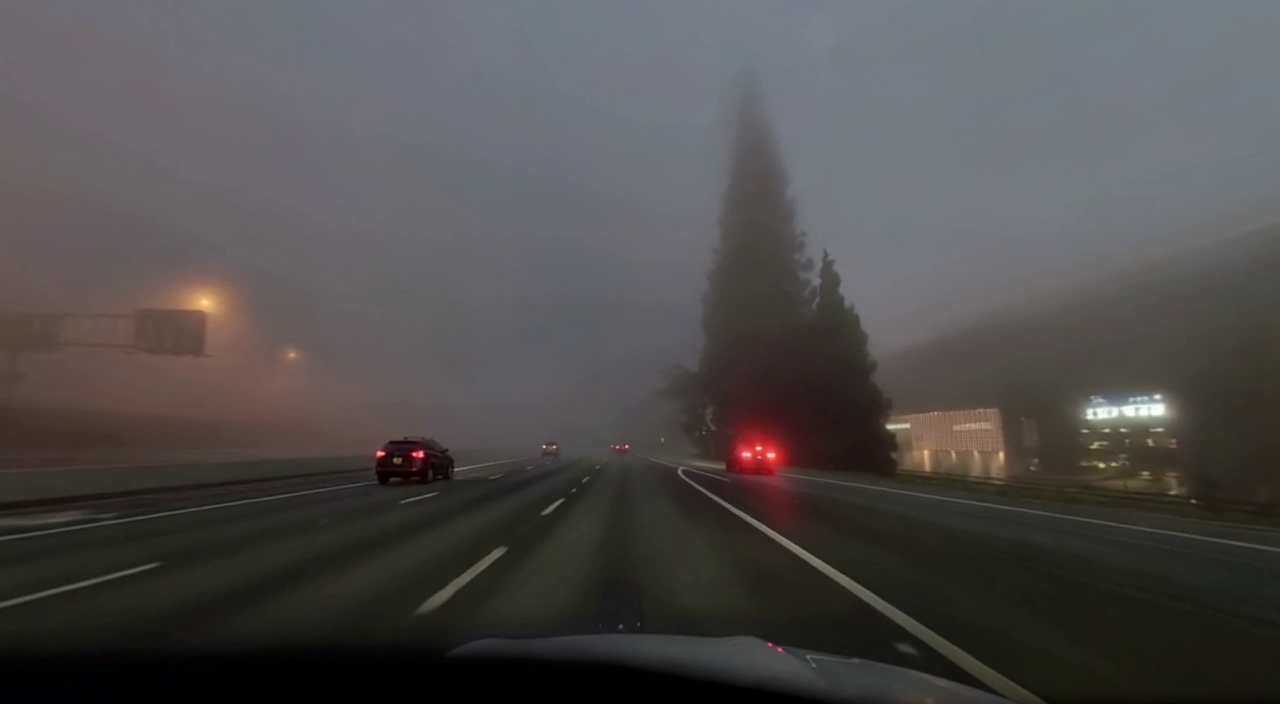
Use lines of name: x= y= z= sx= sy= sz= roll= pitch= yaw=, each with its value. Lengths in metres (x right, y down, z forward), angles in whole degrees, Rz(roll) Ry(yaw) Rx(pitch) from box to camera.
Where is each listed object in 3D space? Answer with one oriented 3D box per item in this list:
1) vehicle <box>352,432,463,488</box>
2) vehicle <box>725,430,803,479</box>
vehicle: x=-7.778 y=3.654 z=21.738 sx=2.030 sy=1.672 sz=4.913 roll=0 pitch=-9 yaw=-1
vehicle: x=4.865 y=4.098 z=25.494 sx=2.023 sy=1.782 sz=4.193 roll=0 pitch=-9 yaw=-4
